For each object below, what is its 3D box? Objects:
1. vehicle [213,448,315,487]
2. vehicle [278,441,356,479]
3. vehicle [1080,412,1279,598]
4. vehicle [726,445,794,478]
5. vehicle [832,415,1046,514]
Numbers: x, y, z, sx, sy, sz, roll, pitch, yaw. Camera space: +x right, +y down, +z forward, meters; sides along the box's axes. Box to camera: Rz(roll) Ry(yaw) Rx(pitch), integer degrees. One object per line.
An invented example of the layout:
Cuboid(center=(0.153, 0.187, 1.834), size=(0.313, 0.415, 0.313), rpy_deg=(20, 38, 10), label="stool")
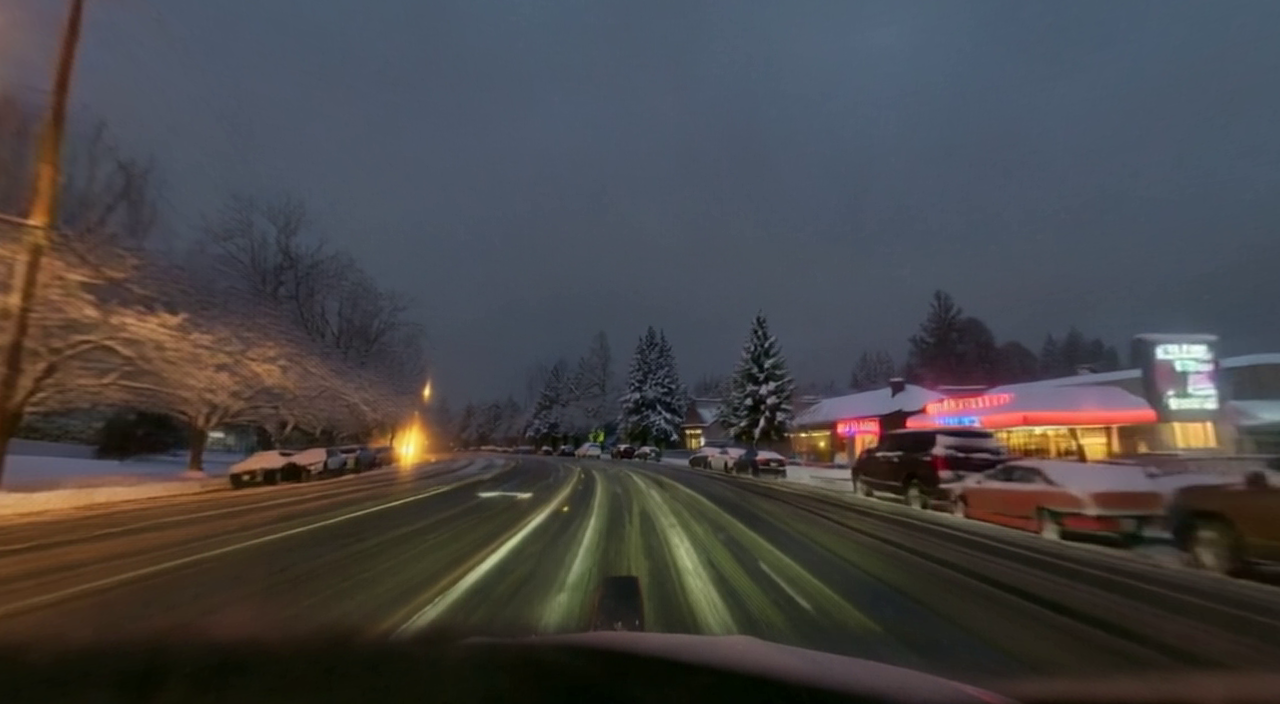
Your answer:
Cuboid(center=(-15.610, 4.768, 26.549), size=(2.027, 1.470, 4.550), rpy_deg=(1, -9, -9), label="vehicle")
Cuboid(center=(-16.038, 5.372, 31.652), size=(1.927, 1.748, 4.474), rpy_deg=(1, -9, -7), label="vehicle")
Cuboid(center=(7.523, 1.519, 6.314), size=(2.425, 1.818, 5.028), rpy_deg=(0, -9, -3), label="vehicle")
Cuboid(center=(5.946, 5.488, 31.882), size=(1.872, 1.515, 4.799), rpy_deg=(1, -9, -8), label="vehicle")
Cuboid(center=(7.391, 2.874, 16.713), size=(2.543, 2.114, 5.984), rpy_deg=(0, -9, -2), label="vehicle")
